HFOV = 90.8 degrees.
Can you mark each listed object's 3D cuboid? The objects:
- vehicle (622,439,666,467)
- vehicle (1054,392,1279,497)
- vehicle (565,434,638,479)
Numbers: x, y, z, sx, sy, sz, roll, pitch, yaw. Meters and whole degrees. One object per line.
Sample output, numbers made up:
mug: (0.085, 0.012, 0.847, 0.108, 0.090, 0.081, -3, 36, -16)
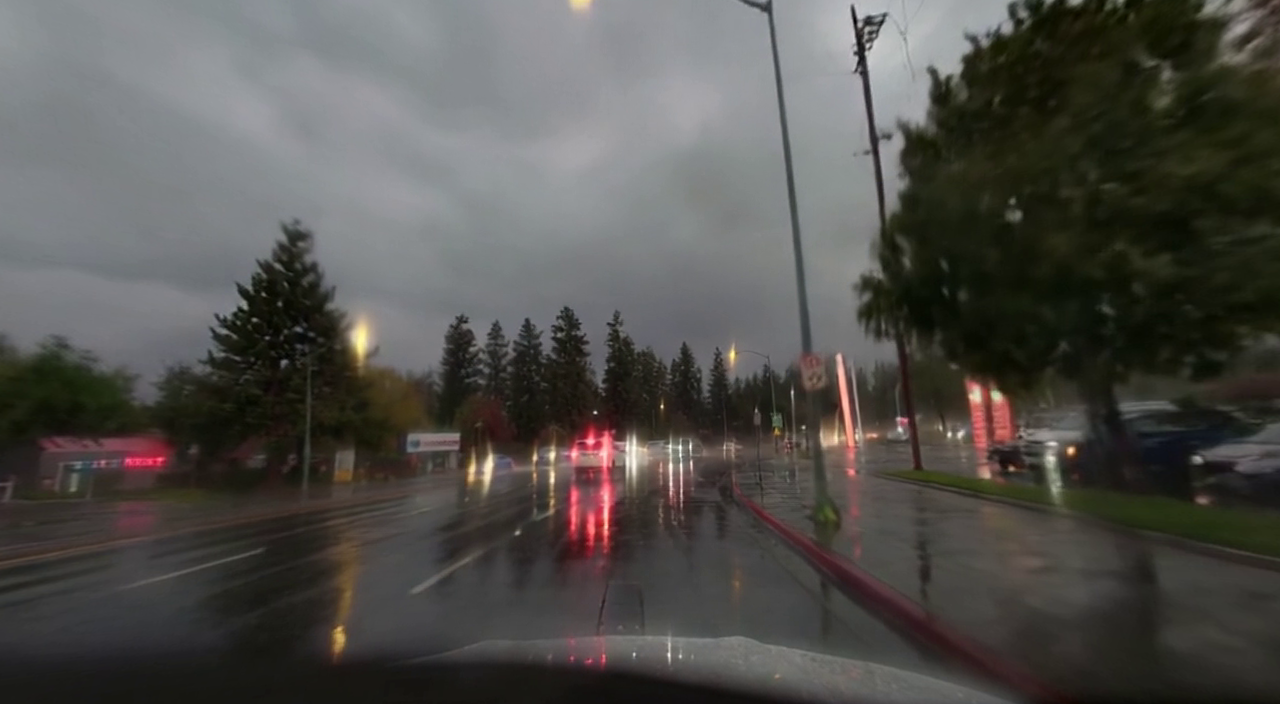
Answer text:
vehicle: (0.311, 6.275, 39.383, 2.002, 1.664, 4.113, -2, -9, 12)
vehicle: (11.946, 1.941, 13.647, 4.408, 1.682, 2.040, -7, -9, 0)
vehicle: (-1.599, 4.631, 28.141, 2.168, 1.783, 4.695, -2, -9, 10)
